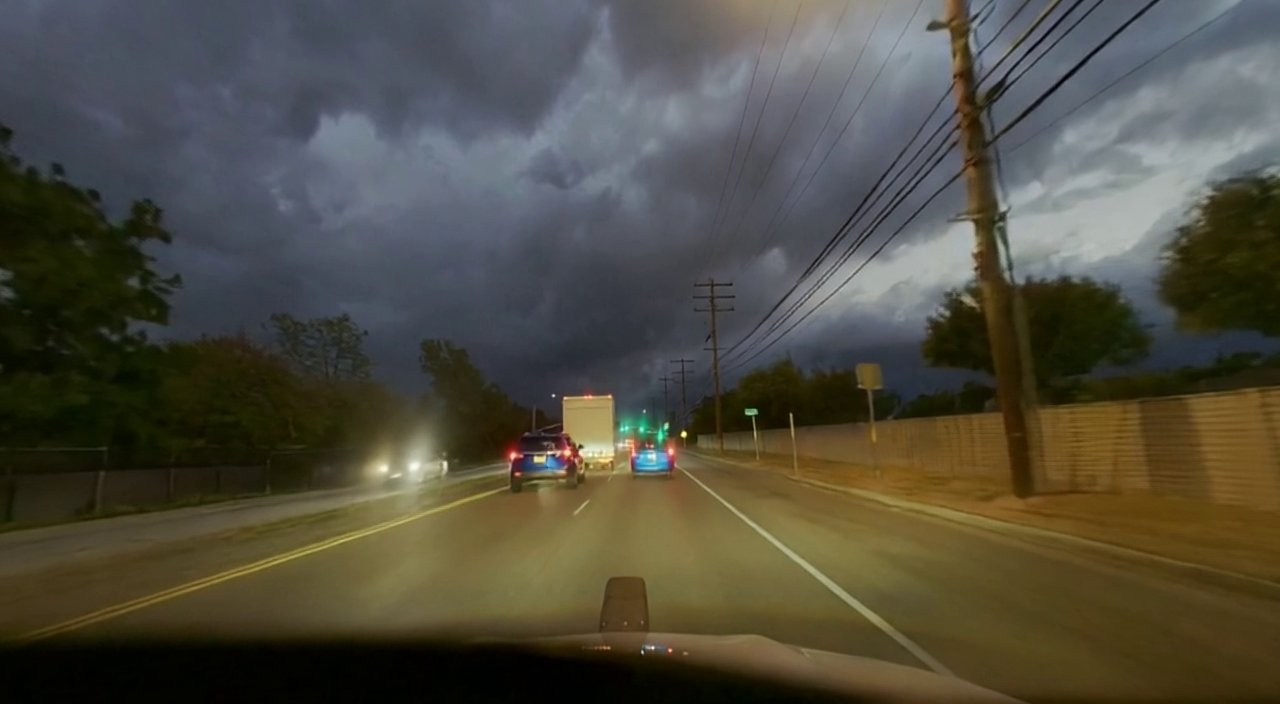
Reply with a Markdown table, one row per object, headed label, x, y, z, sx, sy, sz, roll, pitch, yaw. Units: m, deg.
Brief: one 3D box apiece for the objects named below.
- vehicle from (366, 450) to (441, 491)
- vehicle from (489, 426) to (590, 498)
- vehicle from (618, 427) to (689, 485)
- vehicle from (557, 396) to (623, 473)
| label | x | y | z | sx | sy | sz | roll | pitch | yaw |
| --- | --- | --- | --- | --- | --- | --- | --- | --- | --- |
| vehicle | -11.739 | 5.869 | 31.557 | 1.959 | 1.691 | 4.479 | -5 | -9 | 0 |
| vehicle | -2.780 | 3.192 | 18.592 | 2.093 | 1.832 | 4.508 | -1 | -9 | 2 |
| vehicle | 0.413 | 3.532 | 21.575 | 2.174 | 1.749 | 4.113 | -1 | -9 | 0 |
| vehicle | -2.603 | 4.806 | 36.075 | 2.928 | 3.658 | 10.953 | -1 | -9 | 0 |
